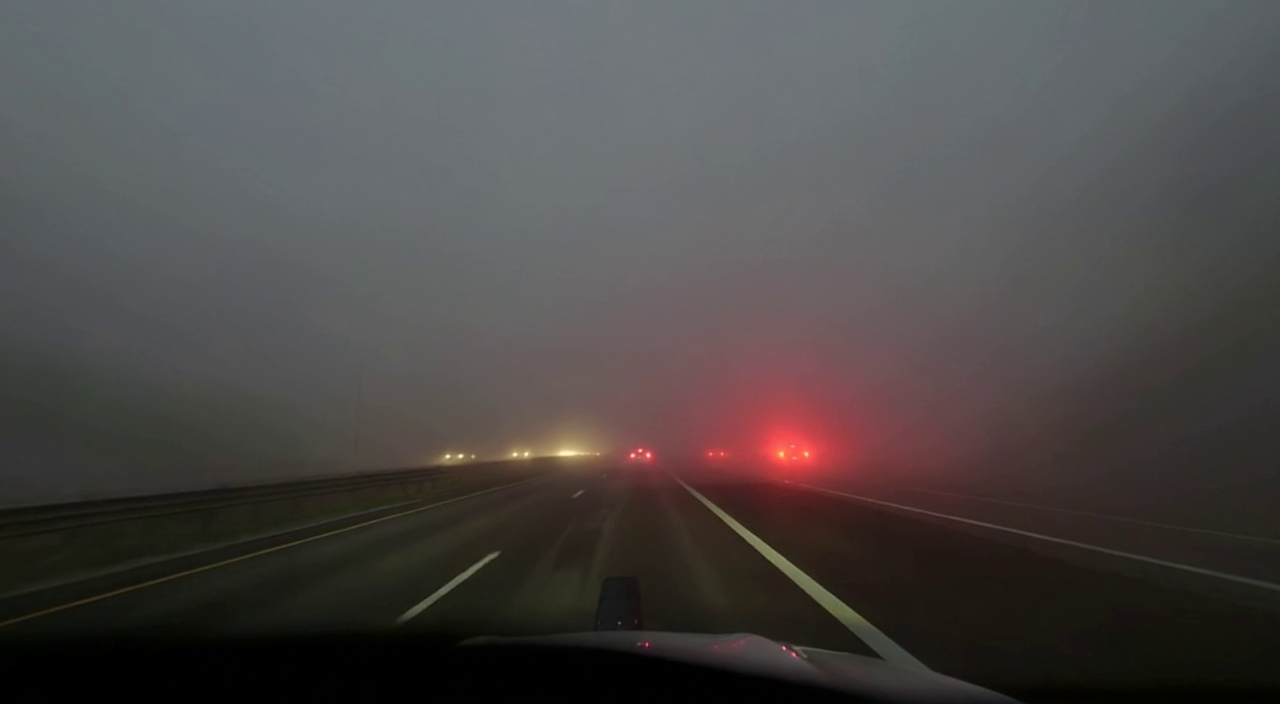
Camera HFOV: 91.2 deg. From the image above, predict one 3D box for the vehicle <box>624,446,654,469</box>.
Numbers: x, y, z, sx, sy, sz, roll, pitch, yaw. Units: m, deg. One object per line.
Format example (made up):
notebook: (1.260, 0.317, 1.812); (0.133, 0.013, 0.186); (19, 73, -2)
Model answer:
vehicle: (-0.052, 7.508, 44.833); (2.025, 1.526, 4.181); (-1, -9, 0)

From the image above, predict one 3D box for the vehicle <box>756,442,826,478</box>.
vehicle: (6.868, 4.964, 28.999); (2.008, 1.533, 4.592); (0, -9, -1)
